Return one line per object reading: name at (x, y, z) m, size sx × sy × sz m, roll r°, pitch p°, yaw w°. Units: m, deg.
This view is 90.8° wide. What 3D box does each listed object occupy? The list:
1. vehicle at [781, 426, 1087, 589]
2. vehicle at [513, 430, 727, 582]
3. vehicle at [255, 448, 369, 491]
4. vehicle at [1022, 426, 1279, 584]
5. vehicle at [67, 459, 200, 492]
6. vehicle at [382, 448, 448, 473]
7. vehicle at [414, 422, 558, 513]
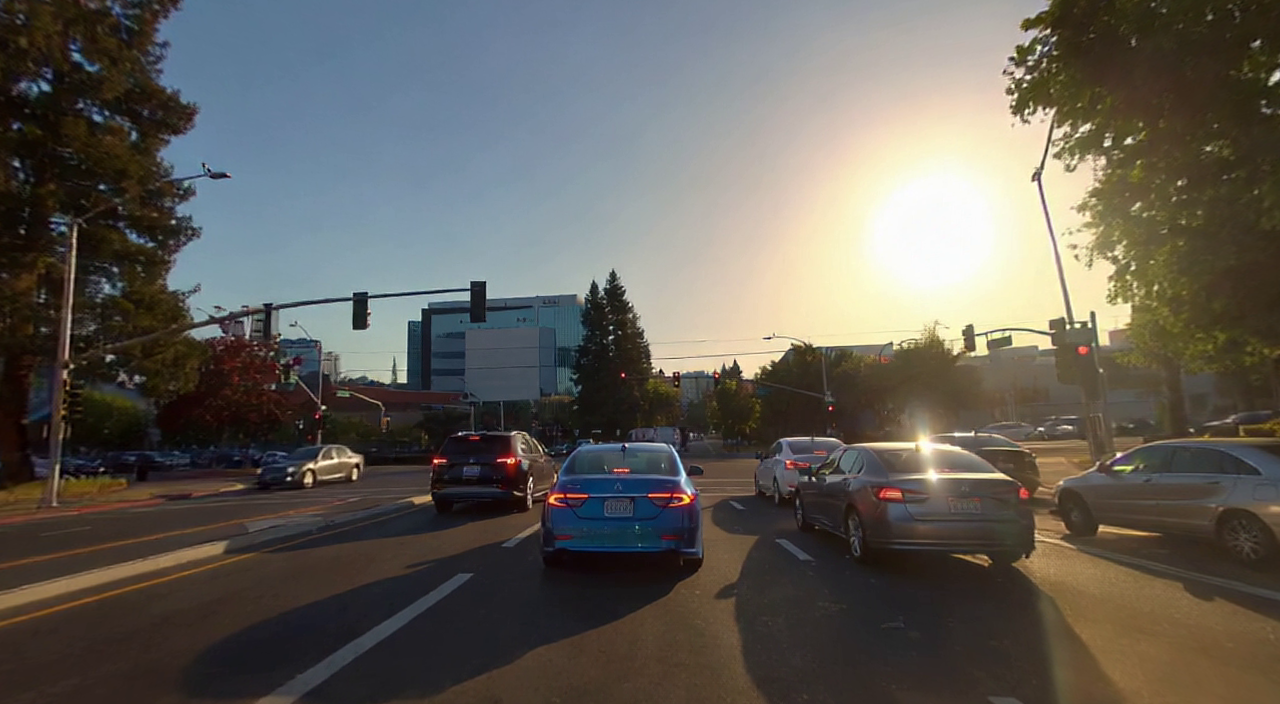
vehicle at (3.234, 1.769, 8.073) m, size 2.020 × 1.513 × 4.120 m, roll 0°, pitch -8°, yaw 2°
vehicle at (-0.177, 1.812, 8.225) m, size 2.098 × 1.477 × 3.897 m, roll 0°, pitch -8°, yaw 1°
vehicle at (-12.413, 4.451, 24.282) m, size 1.872 × 1.463 × 4.455 m, roll 0°, pitch -8°, yaw 2°
vehicle at (7.189, 1.733, 7.829) m, size 2.004 × 1.508 × 4.646 m, roll 0°, pitch -8°, yaw 0°
vehicle at (-25.283, 6.147, 31.723) m, size 4.679 × 1.488 × 2.052 m, roll 2°, pitch -9°, yaw -13°
vehicle at (-16.216, 7.806, 45.805) m, size 1.925 × 1.686 × 4.761 m, roll -3°, pitch -9°, yaw 19°
vehicle at (-3.452, 2.718, 15.410) m, size 2.160 × 1.823 × 5.115 m, roll 0°, pitch -8°, yaw 1°
